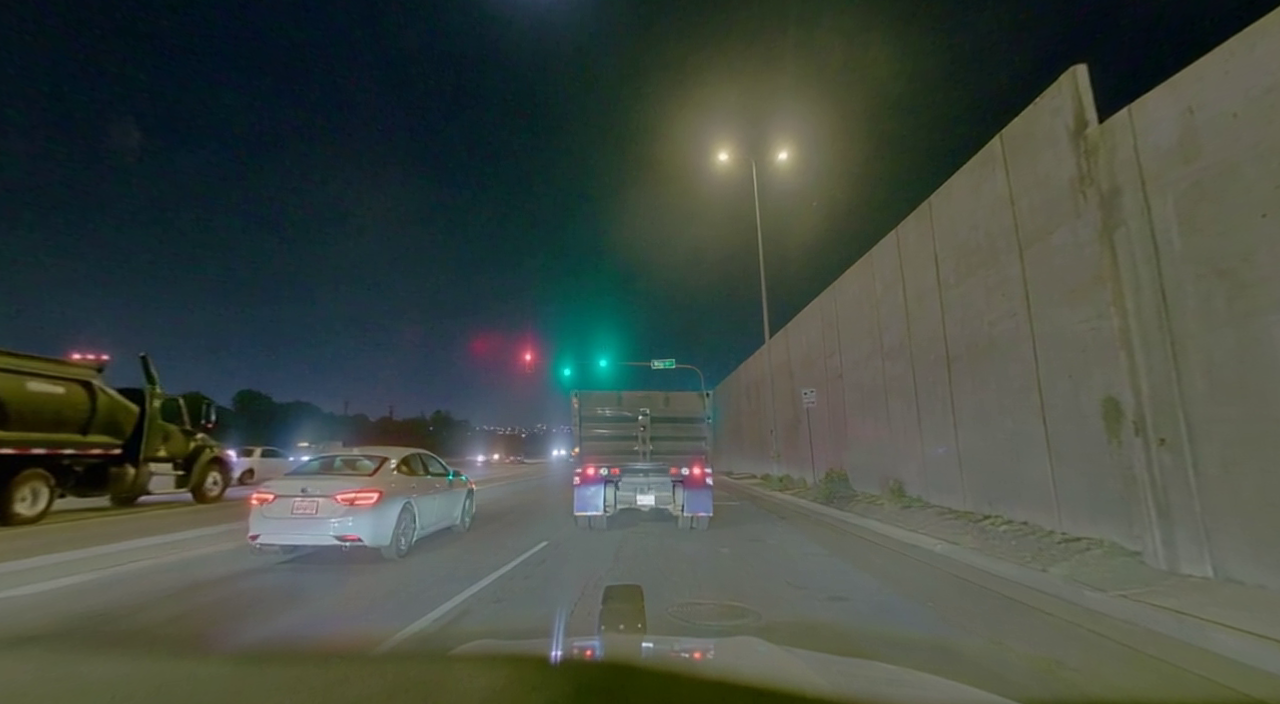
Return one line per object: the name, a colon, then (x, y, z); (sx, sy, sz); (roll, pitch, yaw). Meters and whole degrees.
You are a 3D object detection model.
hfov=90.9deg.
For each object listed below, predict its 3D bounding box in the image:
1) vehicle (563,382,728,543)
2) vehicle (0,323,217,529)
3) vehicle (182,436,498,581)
vehicle: (0.094, 1.981, 11.842); (2.355, 2.305, 5.336); (0, -8, 1)
vehicle: (-13.518, 1.602, 13.201); (3.016, 3.847, 8.707); (-1, -9, 1)
vehicle: (-3.683, 2.002, 9.072); (2.019, 1.480, 4.966); (-1, -8, 1)
